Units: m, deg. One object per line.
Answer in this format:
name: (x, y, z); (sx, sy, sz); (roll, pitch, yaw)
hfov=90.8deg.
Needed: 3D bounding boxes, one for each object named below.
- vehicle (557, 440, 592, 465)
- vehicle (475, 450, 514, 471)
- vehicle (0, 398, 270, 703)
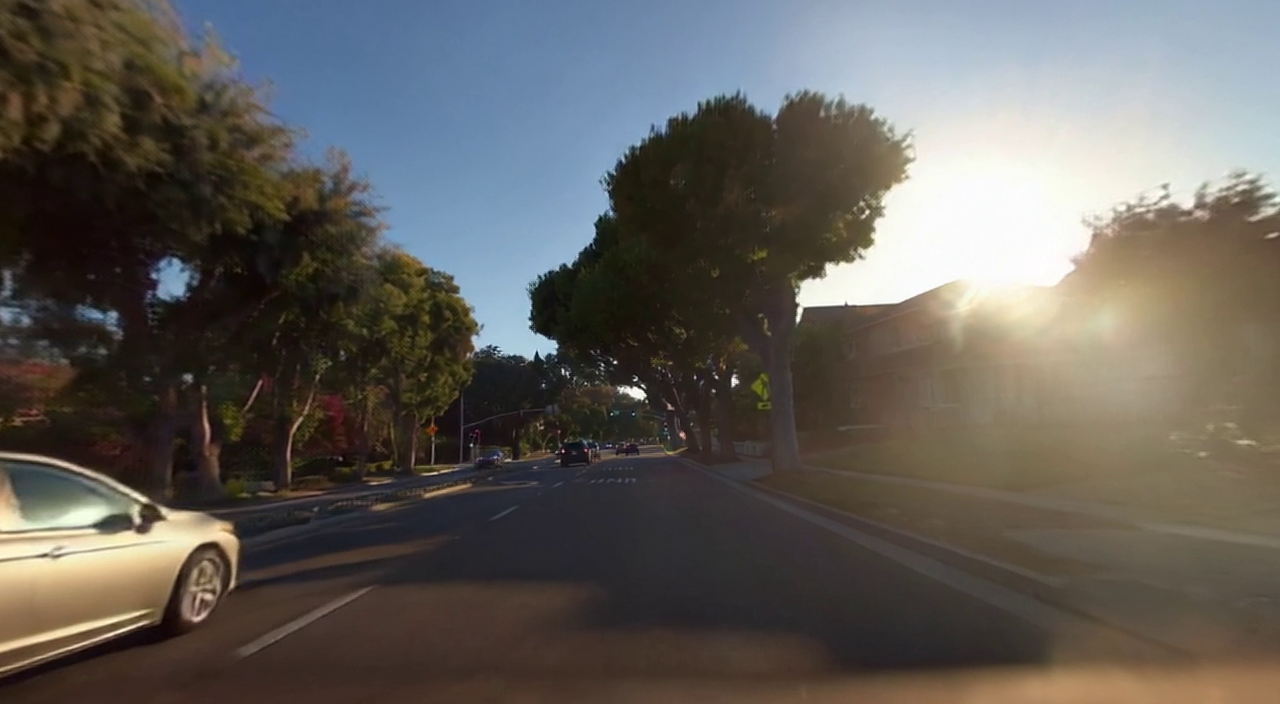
vehicle: (-4.712, 7.276, 46.006); (2.065, 1.714, 4.272); (0, -8, 1)
vehicle: (-11.245, 8.412, 49.179); (2.032, 1.493, 4.761); (0, -8, -1)
vehicle: (-4.590, 1.136, 3.557); (2.169, 1.706, 4.638); (0, -8, 0)
